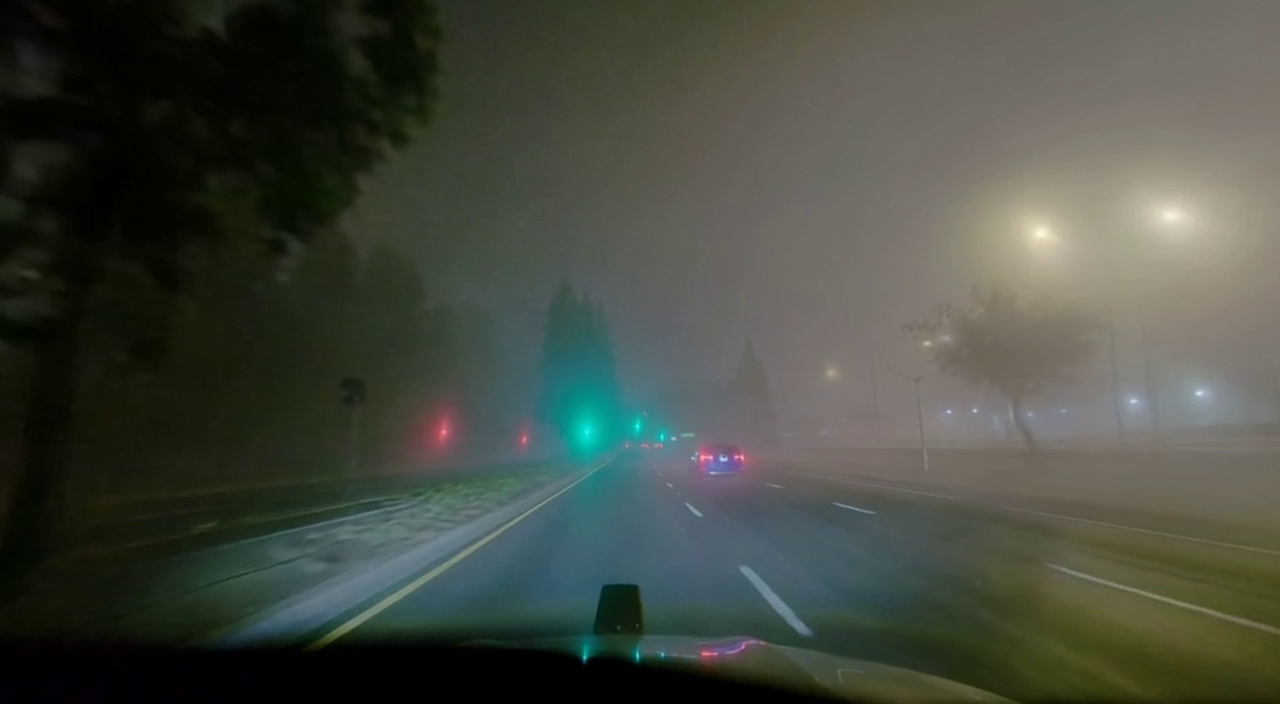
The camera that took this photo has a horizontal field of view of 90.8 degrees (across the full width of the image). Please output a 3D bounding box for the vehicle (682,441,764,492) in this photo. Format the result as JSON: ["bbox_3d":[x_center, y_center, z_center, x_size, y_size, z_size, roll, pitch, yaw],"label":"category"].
[{"bbox_3d":[2.624,3.738,21.013,2.056,1.483,4.091,0,-8,-1],"label":"vehicle"}]
